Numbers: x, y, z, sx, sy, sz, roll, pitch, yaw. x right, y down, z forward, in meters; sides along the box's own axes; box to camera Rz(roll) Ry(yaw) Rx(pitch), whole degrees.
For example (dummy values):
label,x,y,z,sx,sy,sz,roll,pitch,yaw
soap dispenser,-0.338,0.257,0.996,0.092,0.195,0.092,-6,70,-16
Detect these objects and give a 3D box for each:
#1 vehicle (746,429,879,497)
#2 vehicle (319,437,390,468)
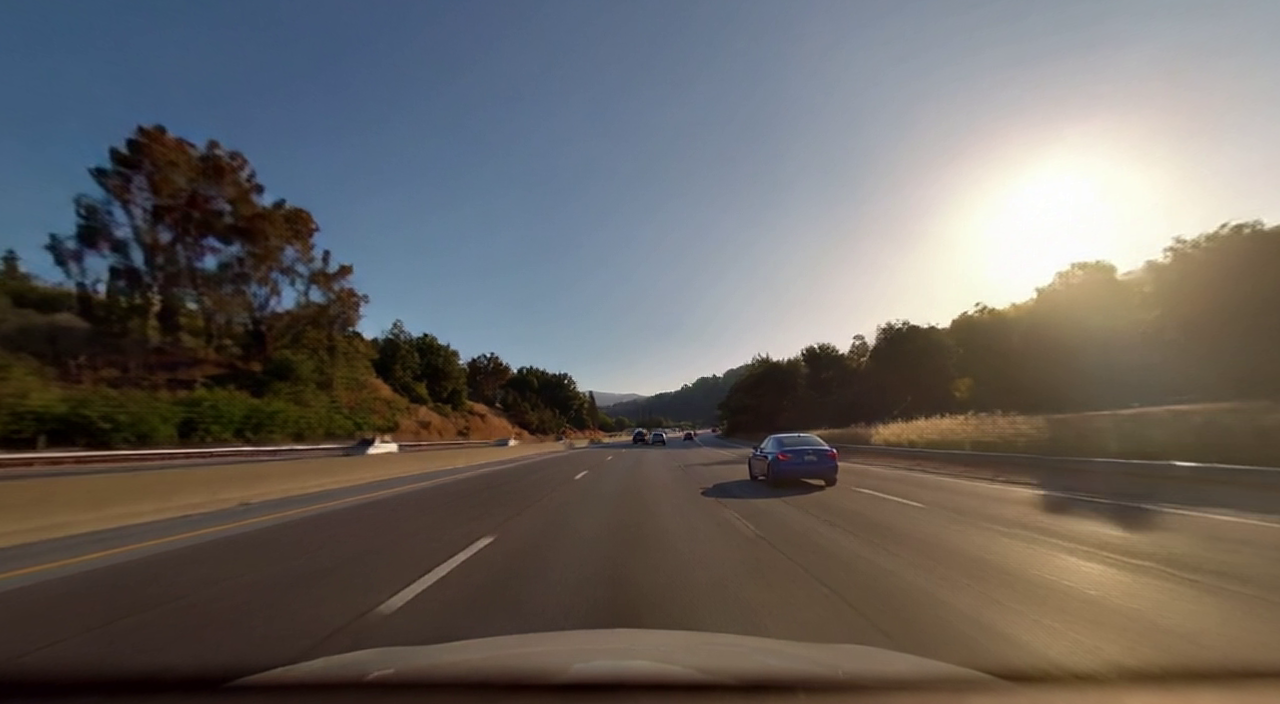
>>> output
label,x,y,z,sx,sy,sz,roll,pitch,yaw
vehicle,4.090,2.690,15.733,1.982,1.452,4.294,0,-8,-2
vehicle,-15.847,5.566,35.160,1.900,1.622,4.292,0,-8,1
